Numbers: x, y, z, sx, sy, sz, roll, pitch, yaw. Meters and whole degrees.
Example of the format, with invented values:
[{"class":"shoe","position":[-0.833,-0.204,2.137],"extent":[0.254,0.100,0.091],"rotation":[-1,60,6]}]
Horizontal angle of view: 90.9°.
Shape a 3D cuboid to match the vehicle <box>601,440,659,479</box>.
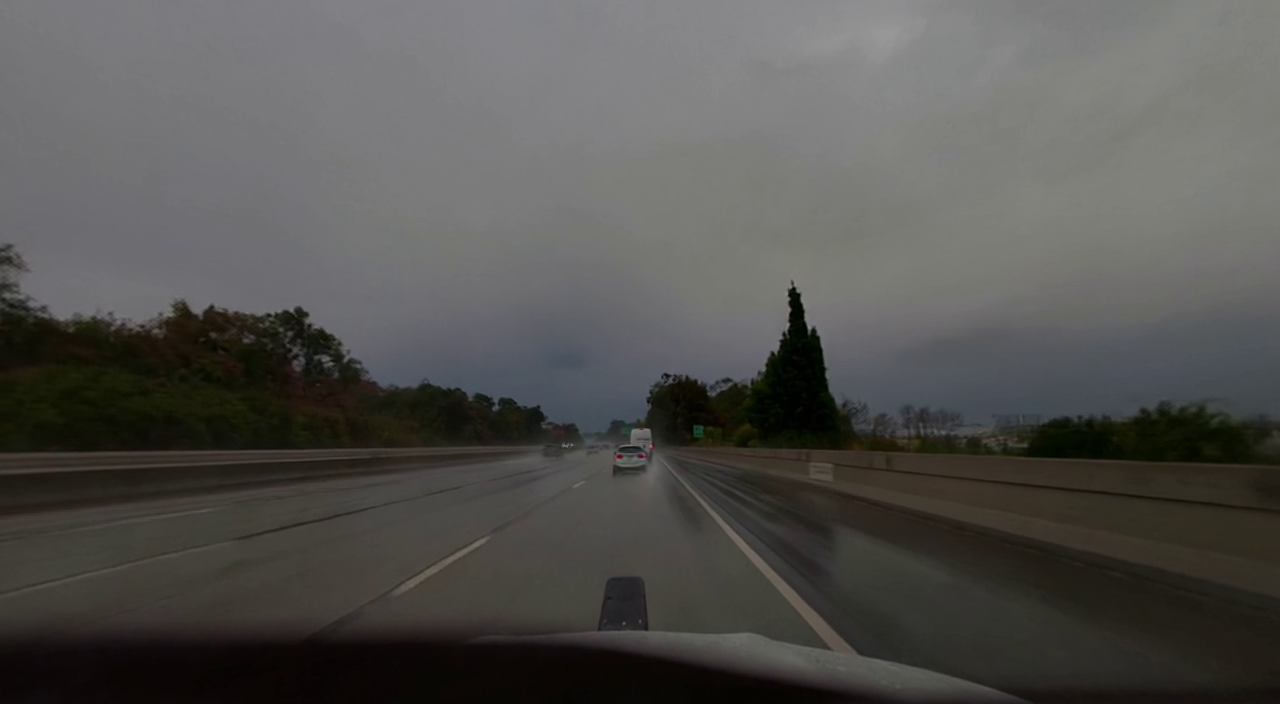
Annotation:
[{"class":"vehicle","position":[-0.357,4.425,26.252],"extent":[2.238,1.479,3.672],"rotation":[0,-9,1]}]
